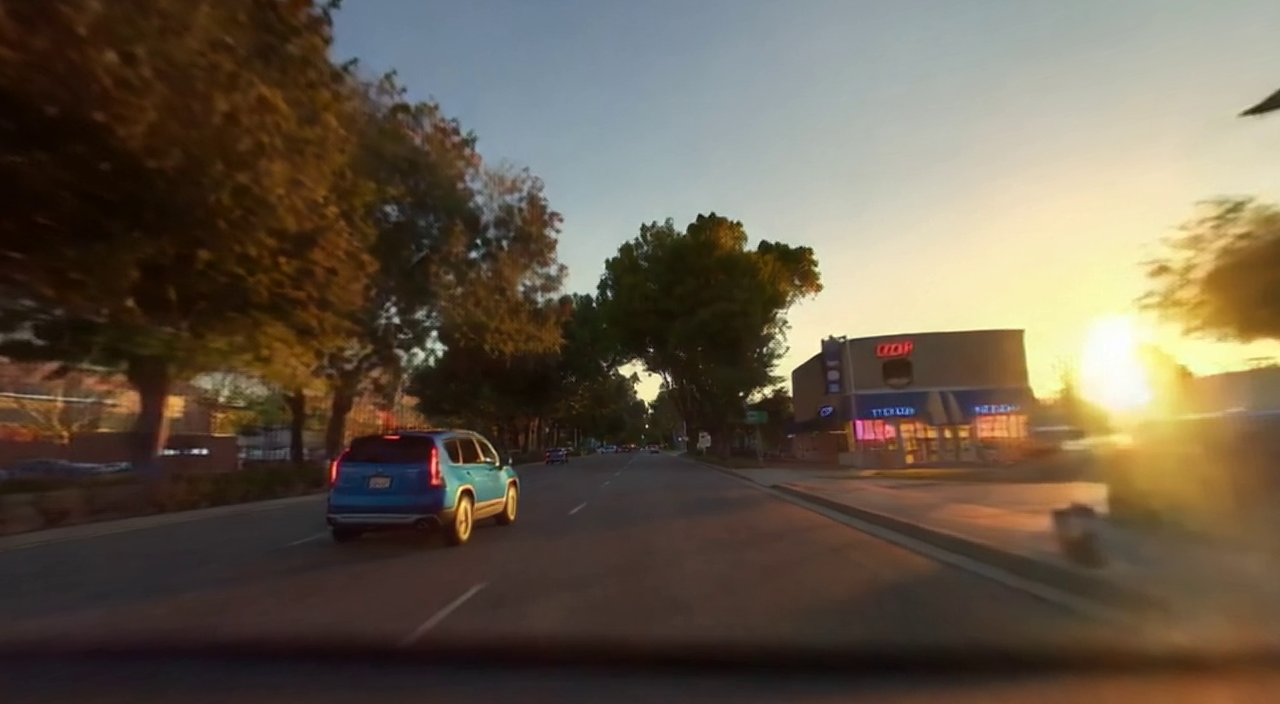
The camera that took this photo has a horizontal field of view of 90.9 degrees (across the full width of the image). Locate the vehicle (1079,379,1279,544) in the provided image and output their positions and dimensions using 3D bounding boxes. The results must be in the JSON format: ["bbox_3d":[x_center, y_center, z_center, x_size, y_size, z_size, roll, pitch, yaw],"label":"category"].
[{"bbox_3d":[8.981,1.597,9.604,4.985,1.918,2.248,6,-11,-38],"label":"vehicle"}]

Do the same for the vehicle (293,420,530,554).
[{"bbox_3d":[-3.227,1.993,10.009,2.127,1.654,4.121,0,-8,1],"label":"vehicle"}]

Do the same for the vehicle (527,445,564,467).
[{"bbox_3d":[-6.886,7.647,46.487,1.990,1.483,4.410,0,-8,1],"label":"vehicle"}]

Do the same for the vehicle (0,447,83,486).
[{"bbox_3d":[-35.553,6.490,35.880,5.532,2.142,2.189,0,-8,2],"label":"vehicle"}]
